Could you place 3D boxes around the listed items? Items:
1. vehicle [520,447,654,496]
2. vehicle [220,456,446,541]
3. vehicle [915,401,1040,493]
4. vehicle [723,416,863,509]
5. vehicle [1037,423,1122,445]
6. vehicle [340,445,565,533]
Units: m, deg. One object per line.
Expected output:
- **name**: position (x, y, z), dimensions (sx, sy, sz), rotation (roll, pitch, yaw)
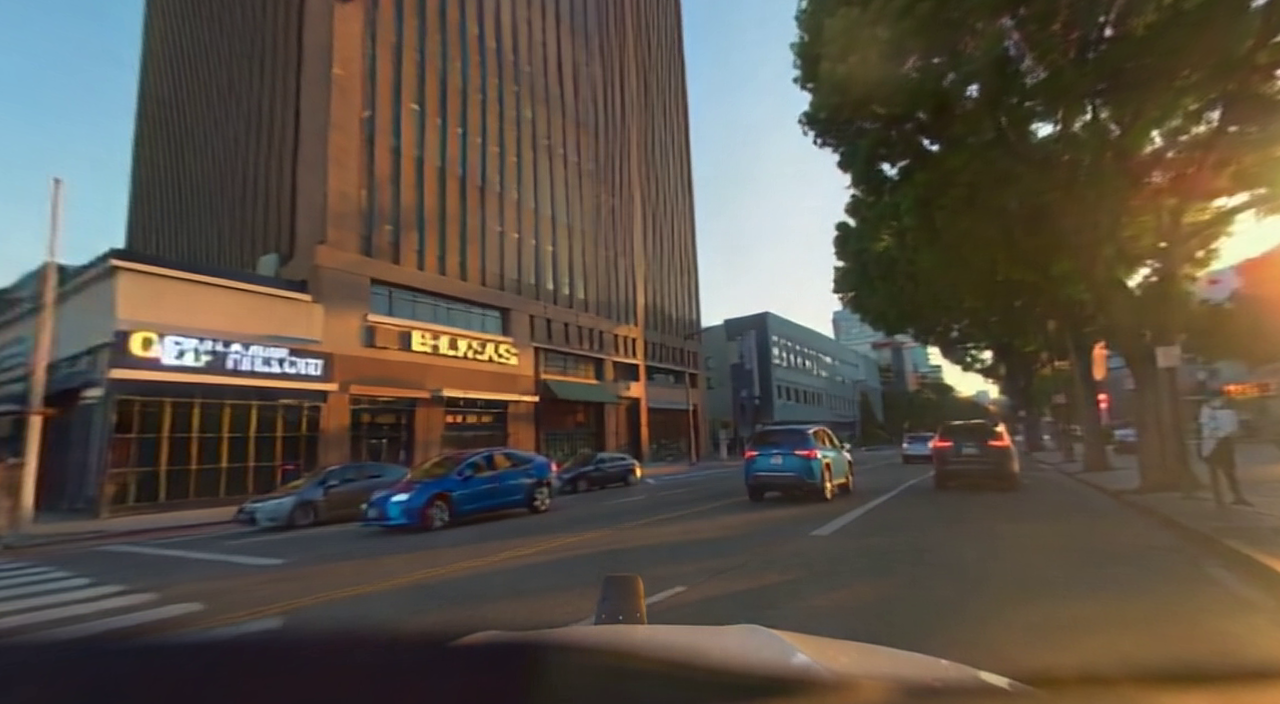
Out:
- **vehicle**: position (-1.720, 4.208, 22.812), dimensions (2.103, 1.514, 5.374), rotation (-5, -10, 30)
- **vehicle**: position (-6.607, 3.121, 14.095), dimensions (1.989, 1.508, 4.021), rotation (-5, -10, 29)
- **vehicle**: position (8.620, 2.434, 16.220), dimensions (2.352, 1.953, 4.796), rotation (-5, -10, 28)
- **vehicle**: position (3.537, 2.391, 14.033), dimensions (2.023, 1.702, 4.152), rotation (-4, -10, 27)
- **vehicle**: position (30.644, 5.750, 44.210), dimensions (4.426, 1.490, 1.862), rotation (-3, -9, 17)
- **vehicle**: position (-3.680, 2.742, 13.377), dimensions (1.857, 1.507, 4.504), rotation (-5, -10, 29)
